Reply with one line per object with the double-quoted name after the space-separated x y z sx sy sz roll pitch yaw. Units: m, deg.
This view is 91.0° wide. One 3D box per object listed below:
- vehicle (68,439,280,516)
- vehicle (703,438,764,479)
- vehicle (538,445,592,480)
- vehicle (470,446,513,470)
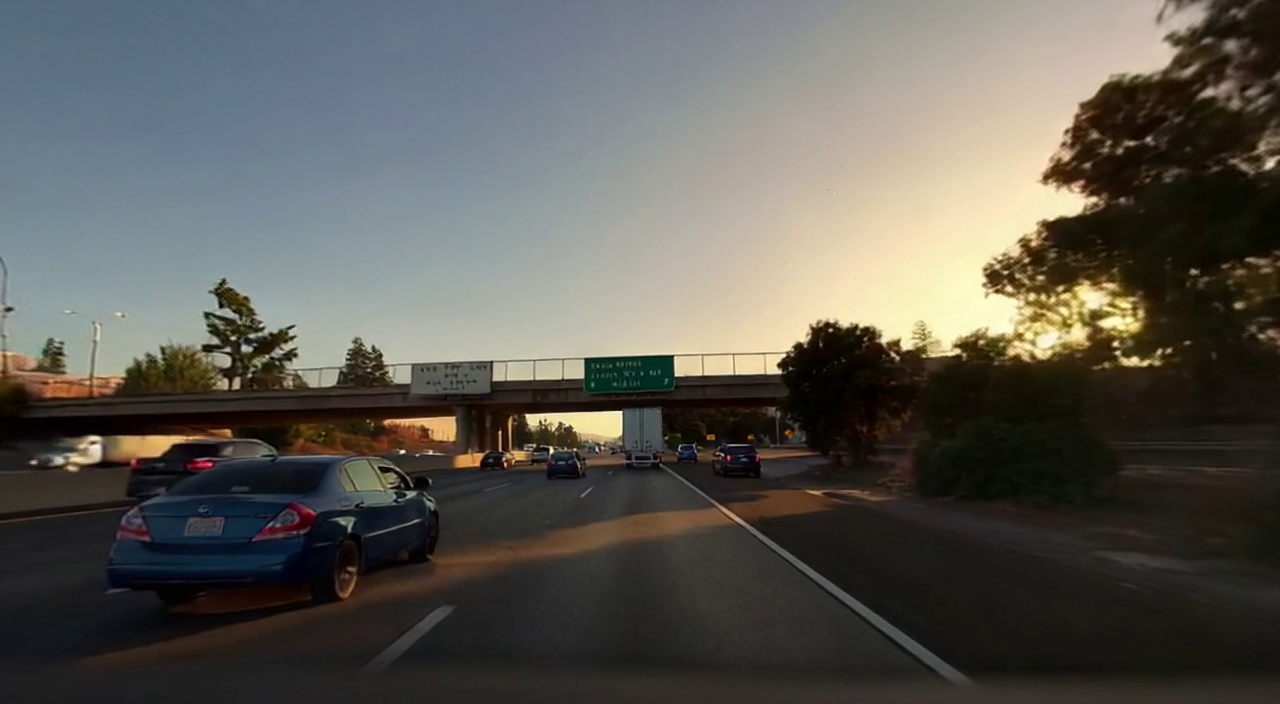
-11.185 3.010 15.615 1.966 1.627 4.258 0 -9 0 "vehicle"
4.216 4.883 29.062 2.107 1.707 4.445 0 -9 0 "vehicle"
-3.580 5.340 30.778 2.083 1.576 4.307 0 -9 1 "vehicle"
-10.903 7.807 46.564 2.080 1.637 4.581 0 -9 0 "vehicle"
